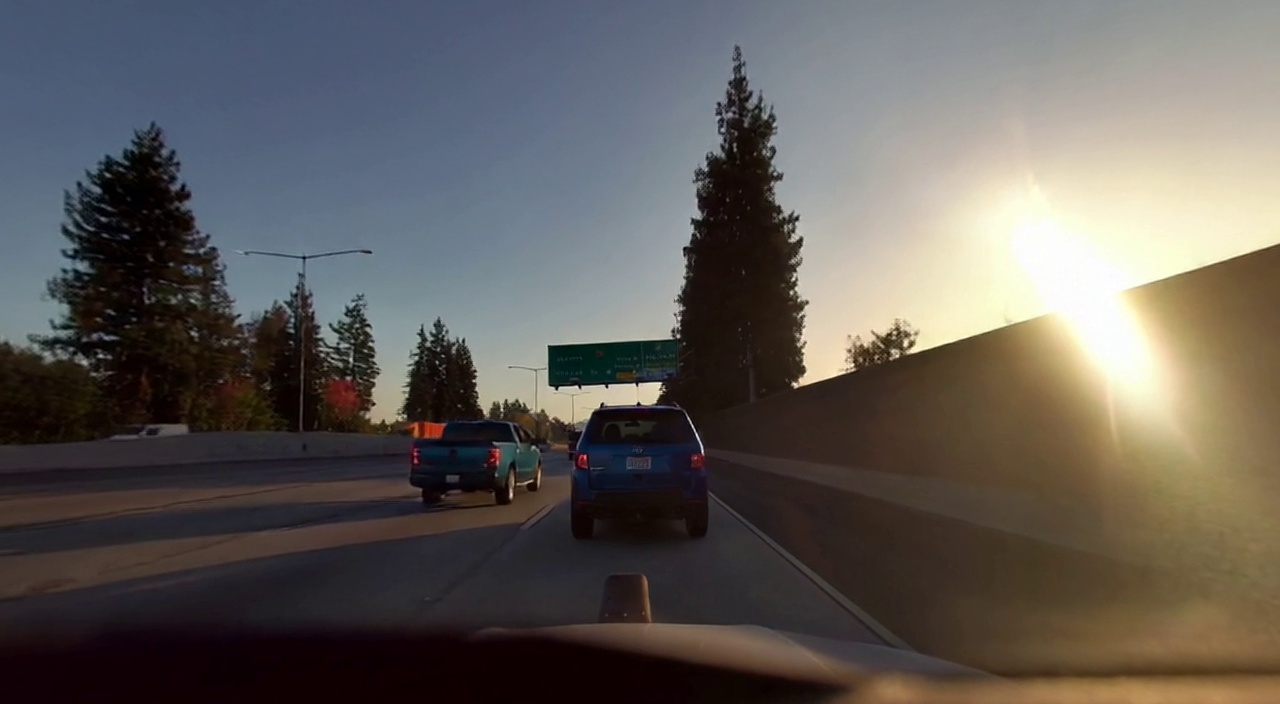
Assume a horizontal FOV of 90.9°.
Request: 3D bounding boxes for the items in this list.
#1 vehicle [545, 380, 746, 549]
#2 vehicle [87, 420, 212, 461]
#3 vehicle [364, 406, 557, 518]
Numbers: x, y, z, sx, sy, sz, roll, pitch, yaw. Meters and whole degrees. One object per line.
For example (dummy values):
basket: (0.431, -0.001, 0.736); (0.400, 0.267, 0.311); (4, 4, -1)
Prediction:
vehicle: (0.038, 1.690, 9.998); (2.395, 2.013, 4.734); (0, -8, -1)
vehicle: (-25.126, 4.580, 32.606); (2.386, 1.919, 4.884); (0, -8, 2)
vehicle: (-3.346, 2.254, 13.449); (2.235, 1.826, 6.106); (0, -8, 1)
